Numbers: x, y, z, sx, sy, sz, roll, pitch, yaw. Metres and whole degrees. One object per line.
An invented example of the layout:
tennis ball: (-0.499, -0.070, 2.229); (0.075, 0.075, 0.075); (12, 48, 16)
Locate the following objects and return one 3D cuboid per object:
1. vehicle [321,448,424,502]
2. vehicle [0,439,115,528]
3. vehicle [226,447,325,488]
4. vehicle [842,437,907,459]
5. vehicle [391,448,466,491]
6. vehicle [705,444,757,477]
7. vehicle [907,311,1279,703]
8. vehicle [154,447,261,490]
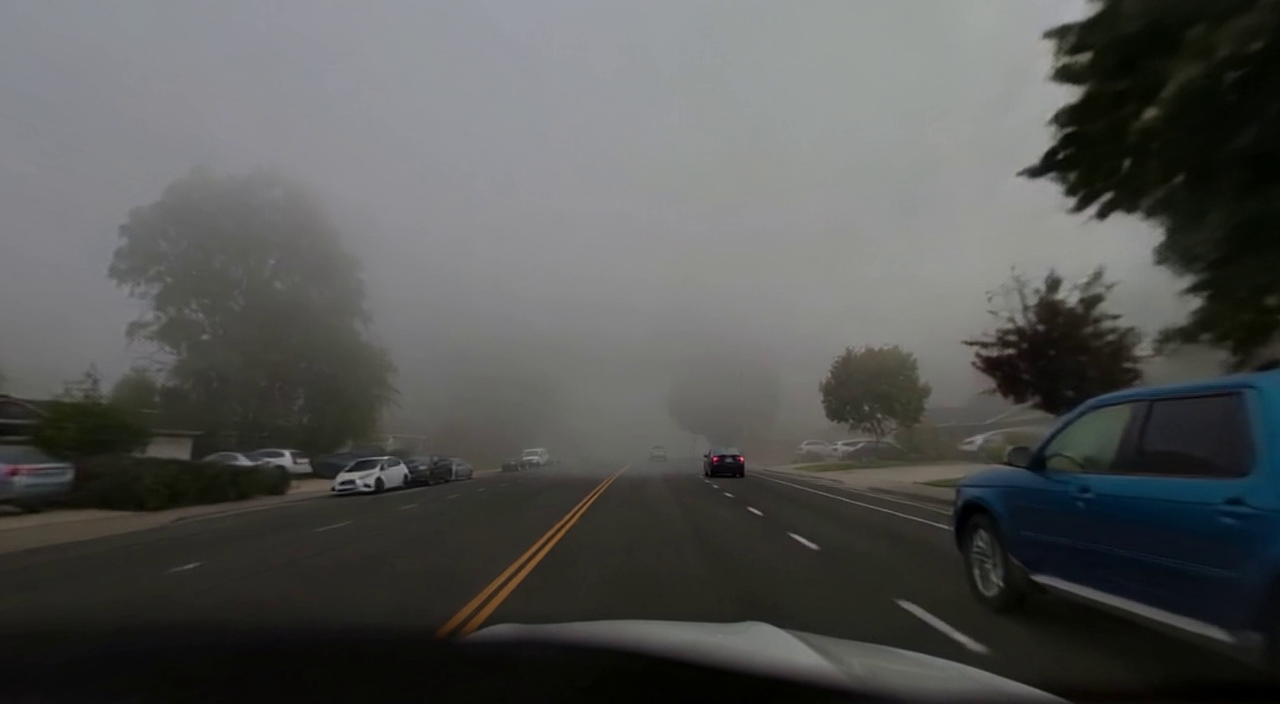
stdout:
vehicle: (-10.479, 4.788, 25.094); (2.083, 1.791, 4.585); (-4, -9, 0)
vehicle: (-16.652, 3.138, 15.319); (5.615, 1.953, 2.359); (-1, -9, 1)
vehicle: (-17.352, 5.476, 30.293); (1.914, 1.792, 4.470); (-1, -9, 3)
vehicle: (17.935, 7.383, 48.282); (4.065, 1.557, 2.107); (0, -9, -1)
vehicle: (-10.328, 5.733, 31.125); (2.231, 1.736, 4.630); (-5, -9, -2)
vehicle: (4.476, 5.374, 31.556); (1.956, 1.492, 4.425); (-1, -9, 1)
vehicle: (4.036, 0.901, 3.586); (2.497, 1.889, 5.833); (0, -9, 0)
vehicle: (-20.160, 5.421, 29.626); (1.918, 1.767, 4.063); (-3, -9, 4)
